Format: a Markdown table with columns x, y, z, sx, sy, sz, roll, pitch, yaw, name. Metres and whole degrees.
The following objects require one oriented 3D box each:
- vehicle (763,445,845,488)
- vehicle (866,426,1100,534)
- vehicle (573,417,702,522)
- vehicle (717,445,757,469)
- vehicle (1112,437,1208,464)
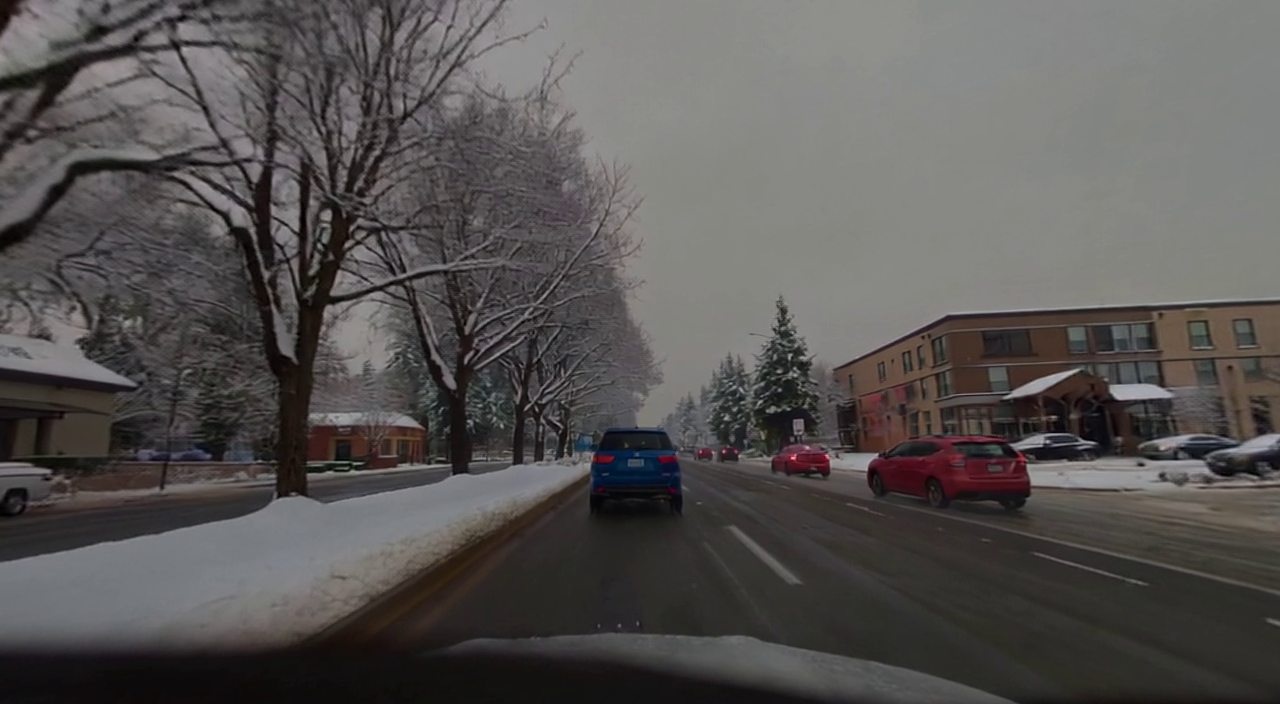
| x | y | z | sx | sy | sz | roll | pitch | yaw | name |
| --- | --- | --- | --- | --- | --- | --- | --- | --- | --- |
| 6.461 | 4.530 | 25.450 | 2.035 | 1.553 | 4.465 | 0 | -9 | -1 | vehicle |
| 6.300 | 2.388 | 12.374 | 2.056 | 1.703 | 4.428 | 0 | -9 | 0 | vehicle |
| -0.054 | 2.447 | 13.612 | 2.320 | 1.880 | 4.192 | 0 | -9 | 0 | vehicle |
| 6.535 | 7.105 | 43.004 | 1.914 | 1.523 | 4.287 | 0 | -9 | -2 | vehicle |
| 33.235 | 6.327 | 40.569 | 1.959 | 1.580 | 4.873 | 0 | -9 | 0 | vehicle |
